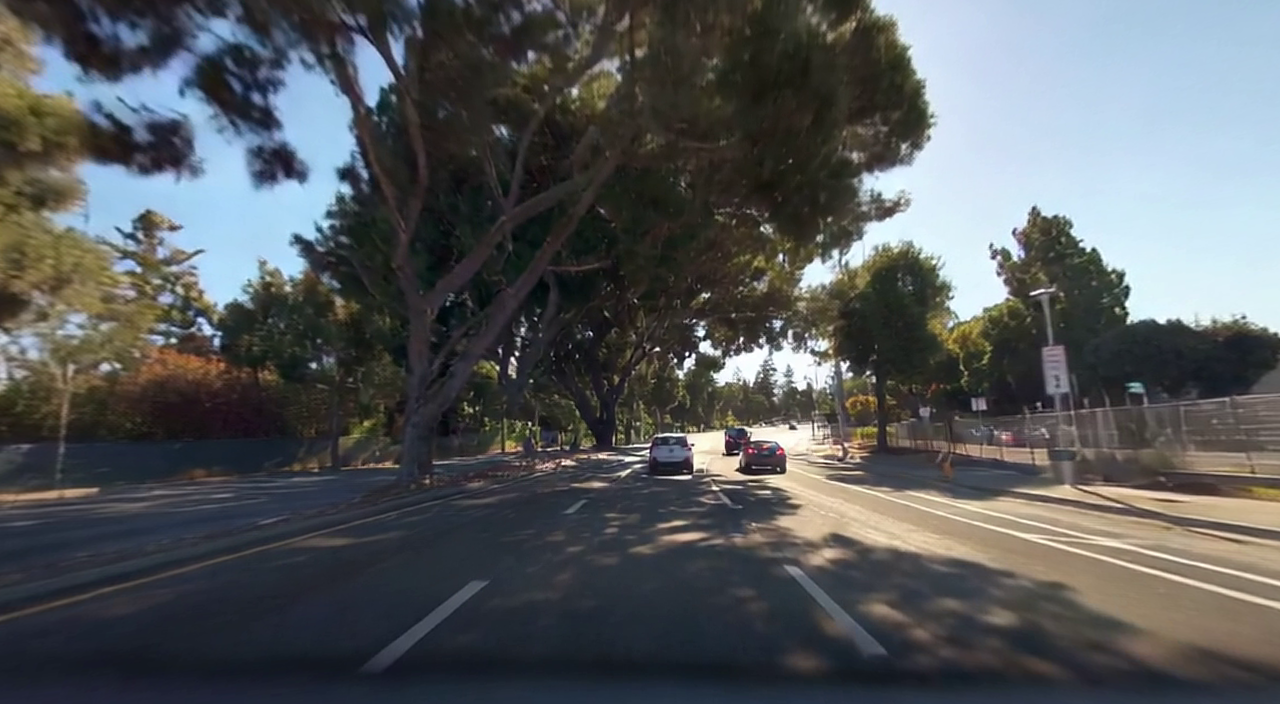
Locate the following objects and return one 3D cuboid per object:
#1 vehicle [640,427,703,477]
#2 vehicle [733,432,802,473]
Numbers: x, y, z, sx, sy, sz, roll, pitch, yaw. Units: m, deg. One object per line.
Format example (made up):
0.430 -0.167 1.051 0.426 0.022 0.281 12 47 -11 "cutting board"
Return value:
1.258 3.711 23.547 2.105 1.676 4.541 -1 -8 5 "vehicle"
4.963 3.984 25.209 2.147 1.474 4.083 -1 -8 4 "vehicle"
